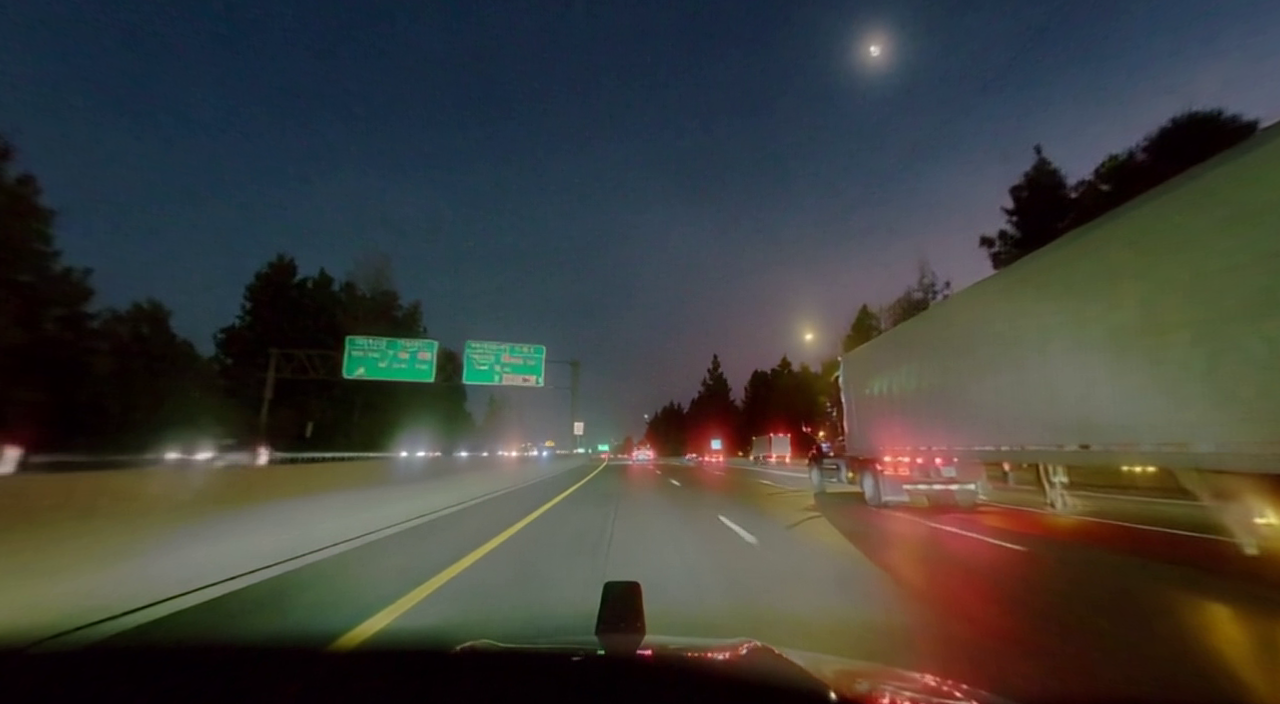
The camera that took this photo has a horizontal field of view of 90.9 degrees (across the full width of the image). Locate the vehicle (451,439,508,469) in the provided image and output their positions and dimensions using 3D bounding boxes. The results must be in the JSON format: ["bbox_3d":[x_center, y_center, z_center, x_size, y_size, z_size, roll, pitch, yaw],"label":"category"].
[{"bbox_3d":[-8.618,5.555,34.249,1.932,1.501,4.607,0,-9,-1],"label":"vehicle"}]

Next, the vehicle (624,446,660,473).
[{"bbox_3d":[0.160,6.651,39.098,2.111,1.599,3.859,0,-9,1],"label":"vehicle"}]

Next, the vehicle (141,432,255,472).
[{"bbox_3d":[-19.481,4.446,28.066,1.892,1.628,4.423,0,-9,-1],"label":"vehicle"}]

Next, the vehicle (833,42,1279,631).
[{"bbox_3d":[5.944,0.454,7.944,2.890,4.006,14.039,0,-9,1],"label":"vehicle"}]
